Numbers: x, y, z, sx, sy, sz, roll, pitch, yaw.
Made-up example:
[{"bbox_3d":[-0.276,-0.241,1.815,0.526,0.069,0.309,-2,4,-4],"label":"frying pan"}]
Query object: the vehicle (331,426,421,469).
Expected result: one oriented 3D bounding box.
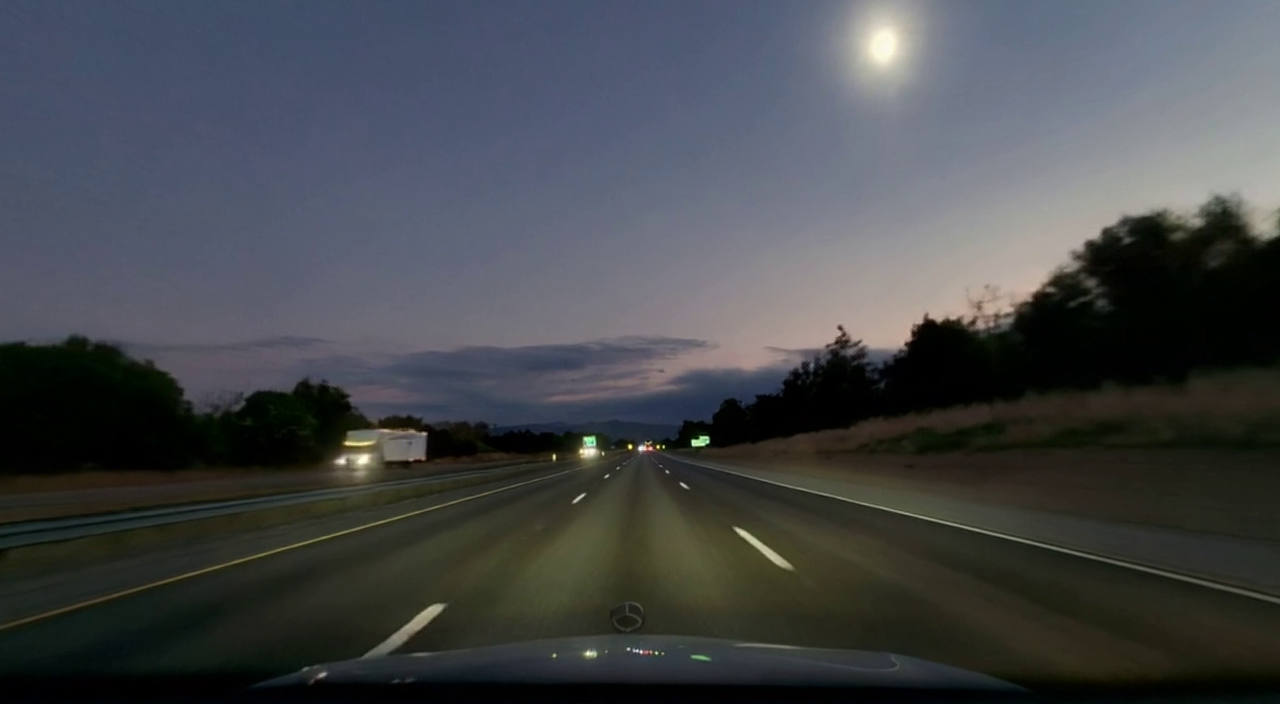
[{"bbox_3d":[-19.632,7.209,47.459,3.661,2.973,6.879,0,-9,0],"label":"vehicle"}]
